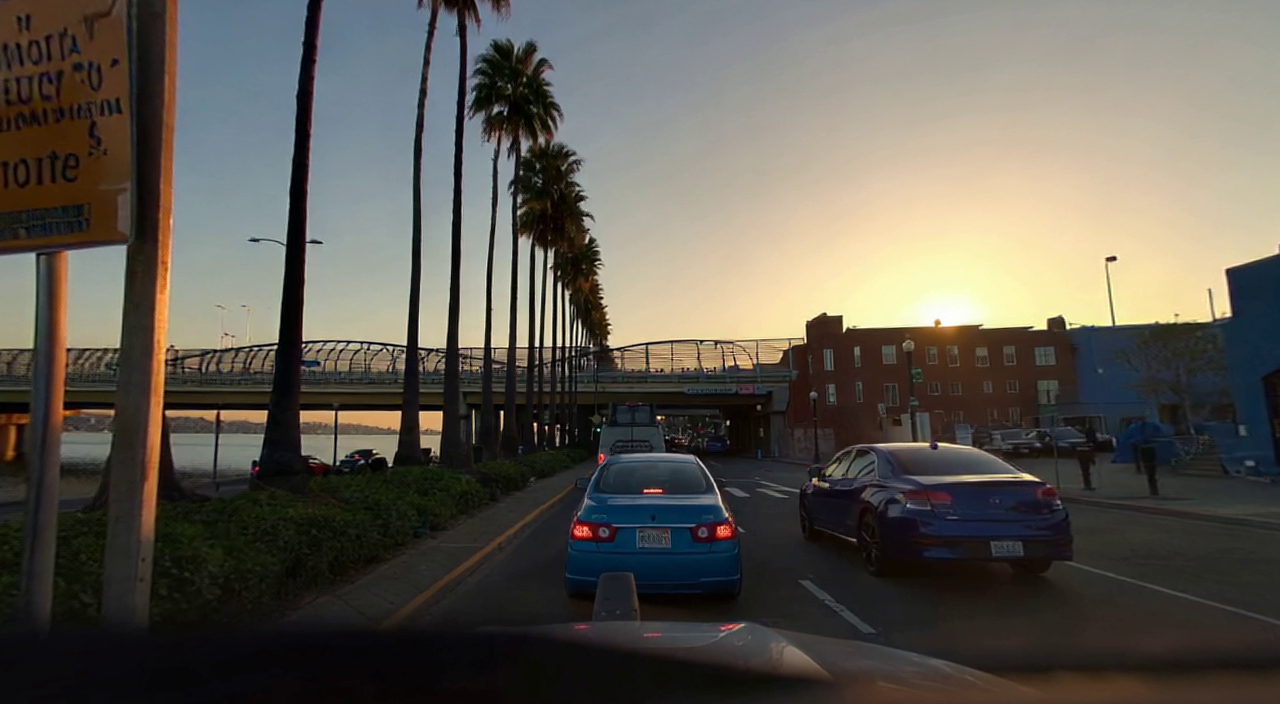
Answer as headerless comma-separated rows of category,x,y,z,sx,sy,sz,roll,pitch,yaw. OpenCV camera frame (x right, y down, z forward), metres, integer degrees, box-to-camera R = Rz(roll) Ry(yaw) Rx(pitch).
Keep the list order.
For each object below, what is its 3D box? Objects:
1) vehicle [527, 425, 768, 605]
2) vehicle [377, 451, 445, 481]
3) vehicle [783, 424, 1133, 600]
vehicle,0.058,1.670,7.289,2.048,1.503,3.681,0,-9,0
vehicle,-14.962,7.472,41.678,2.104,1.802,4.852,-1,-9,8
vehicle,3.259,1.719,7.722,1.920,1.490,4.417,0,-9,-1
